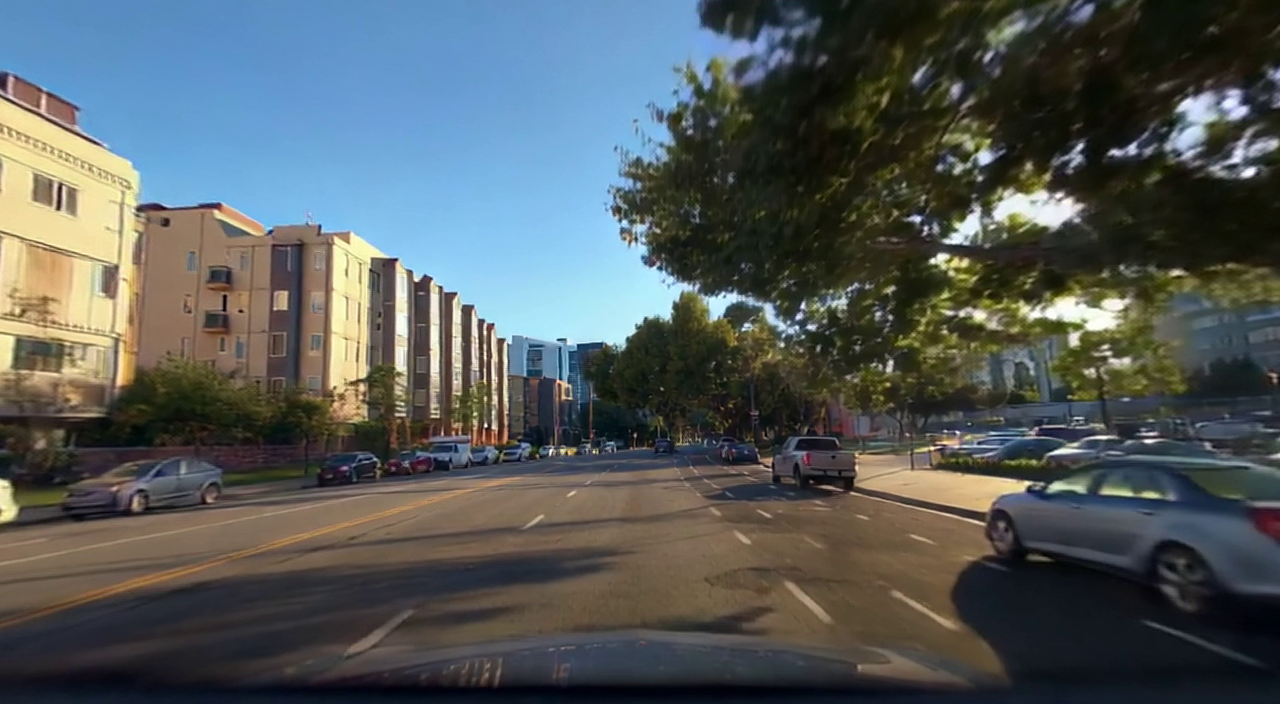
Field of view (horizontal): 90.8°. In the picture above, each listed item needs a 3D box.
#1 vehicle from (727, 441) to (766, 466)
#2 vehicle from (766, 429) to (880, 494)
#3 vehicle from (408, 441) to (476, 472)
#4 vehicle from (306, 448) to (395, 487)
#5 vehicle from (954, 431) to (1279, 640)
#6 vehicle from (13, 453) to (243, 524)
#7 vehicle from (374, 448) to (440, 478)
[{"bbox_3d":[6.703,6.429,40.233,1.947,1.487,4.549,0,-8,3],"label":"vehicle"},{"bbox_3d":[5.646,3.455,20.421,2.102,1.781,5.470,0,-8,1],"label":"vehicle"},{"bbox_3d":[-12.429,6.570,40.171,2.290,1.799,5.801,0,-8,2],"label":"vehicle"},{"bbox_3d":[-12.257,4.884,27.012,1.926,1.499,3.869,0,-8,0],"label":"vehicle"},{"bbox_3d":[5.445,1.611,6.669,2.085,1.466,4.276,0,-8,1],"label":"vehicle"},{"bbox_3d":[-12.601,3.337,16.074,1.889,1.461,4.608,0,-8,2],"label":"vehicle"},{"bbox_3d":[-12.320,5.853,33.676,1.723,1.418,4.359,0,-8,2],"label":"vehicle"}]
